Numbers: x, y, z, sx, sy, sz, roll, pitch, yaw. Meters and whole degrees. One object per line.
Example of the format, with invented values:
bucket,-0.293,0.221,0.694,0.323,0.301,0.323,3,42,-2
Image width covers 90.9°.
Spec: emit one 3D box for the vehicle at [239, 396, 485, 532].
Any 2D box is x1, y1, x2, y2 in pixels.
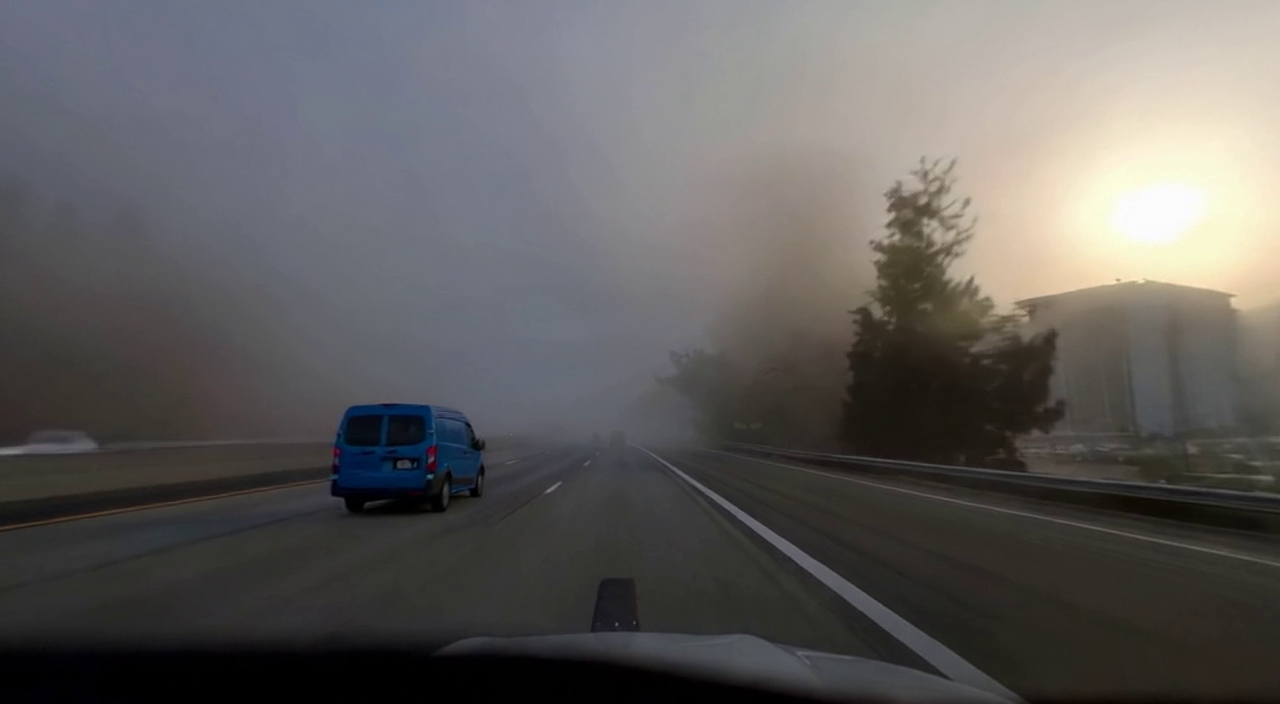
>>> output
vehicle,-4.358,1.833,10.991,2.219,1.827,4.738,0,-7,-2
